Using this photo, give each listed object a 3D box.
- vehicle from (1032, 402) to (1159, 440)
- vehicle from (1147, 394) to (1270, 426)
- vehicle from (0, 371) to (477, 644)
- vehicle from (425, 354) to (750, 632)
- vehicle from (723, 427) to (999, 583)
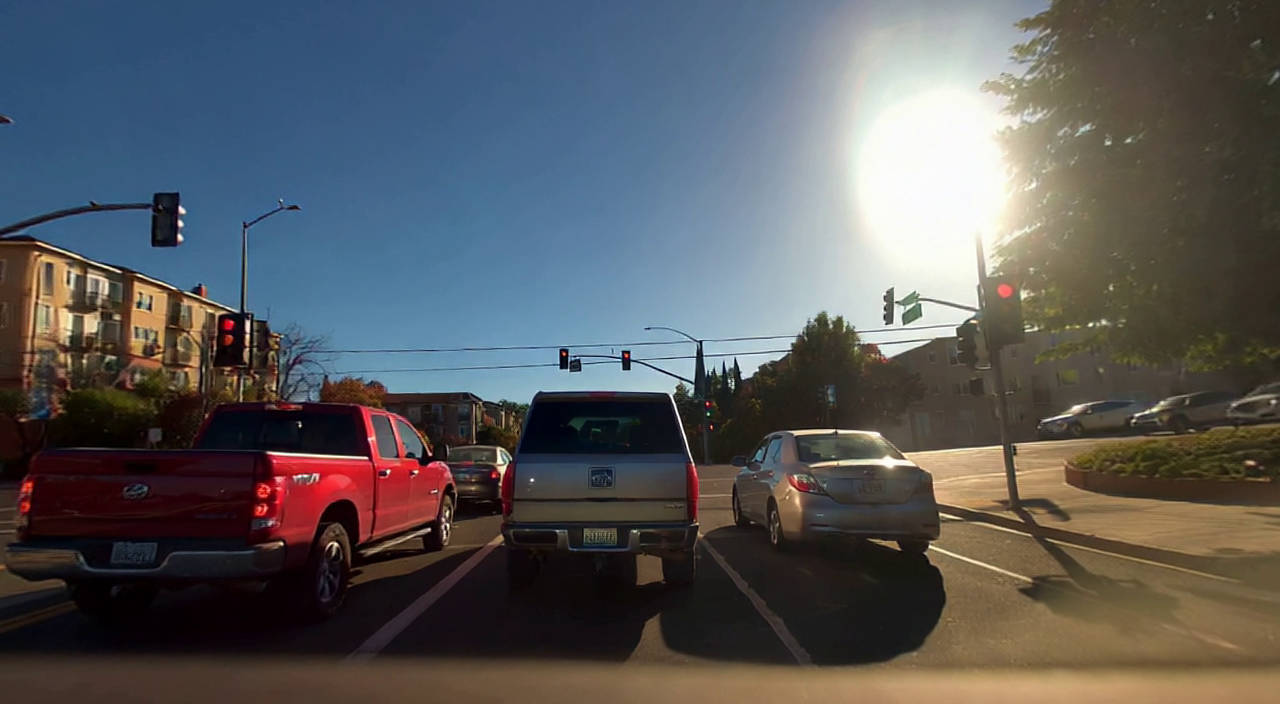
[{"bbox_3d":[23.278,3.584,32.475,4.721,1.866,2.188,0,-9,2],"label":"vehicle"},{"bbox_3d":[29.298,3.034,32.658,4.540,1.543,1.803,0,-9,0],"label":"vehicle"},{"bbox_3d":[-3.469,1.423,6.901,2.146,1.828,5.148,0,-9,-2],"label":"vehicle"},{"bbox_3d":[-0.403,1.316,6.770,2.282,1.964,4.421,0,-9,-1],"label":"vehicle"},{"bbox_3d":[2.421,1.806,8.313,2.016,1.481,4.336,0,-9,-1],"label":"vehicle"}]
